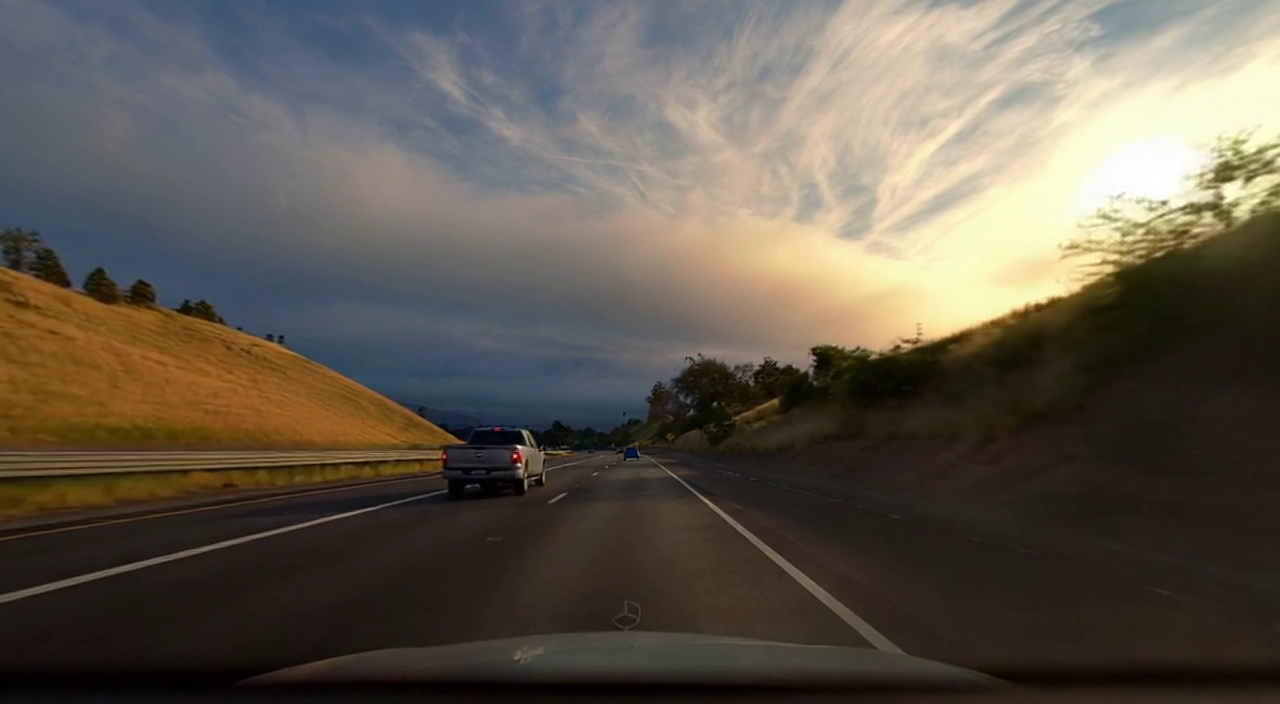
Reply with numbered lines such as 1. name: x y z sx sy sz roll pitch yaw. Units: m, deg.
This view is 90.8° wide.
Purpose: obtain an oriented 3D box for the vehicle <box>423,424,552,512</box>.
1. vehicle: -3.567 2.825 15.807 1.942 1.828 4.868 0 -9 1
